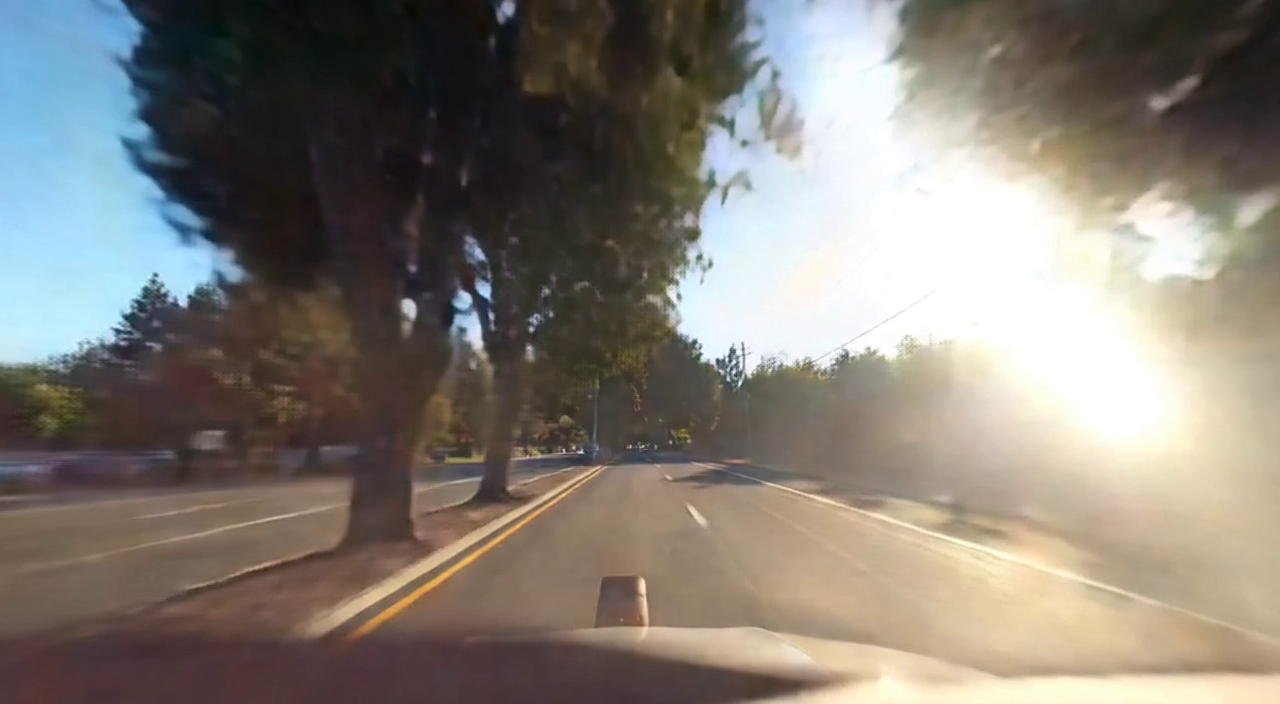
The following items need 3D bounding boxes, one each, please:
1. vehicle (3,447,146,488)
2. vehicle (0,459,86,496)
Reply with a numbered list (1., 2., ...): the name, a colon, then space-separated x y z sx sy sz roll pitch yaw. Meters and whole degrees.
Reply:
1. vehicle: -27.445 5.599 30.826 4.783 1.722 2.206 -1 -7 -2
2. vehicle: -27.314 5.551 27.989 3.810 1.444 1.742 -1 -7 -2
